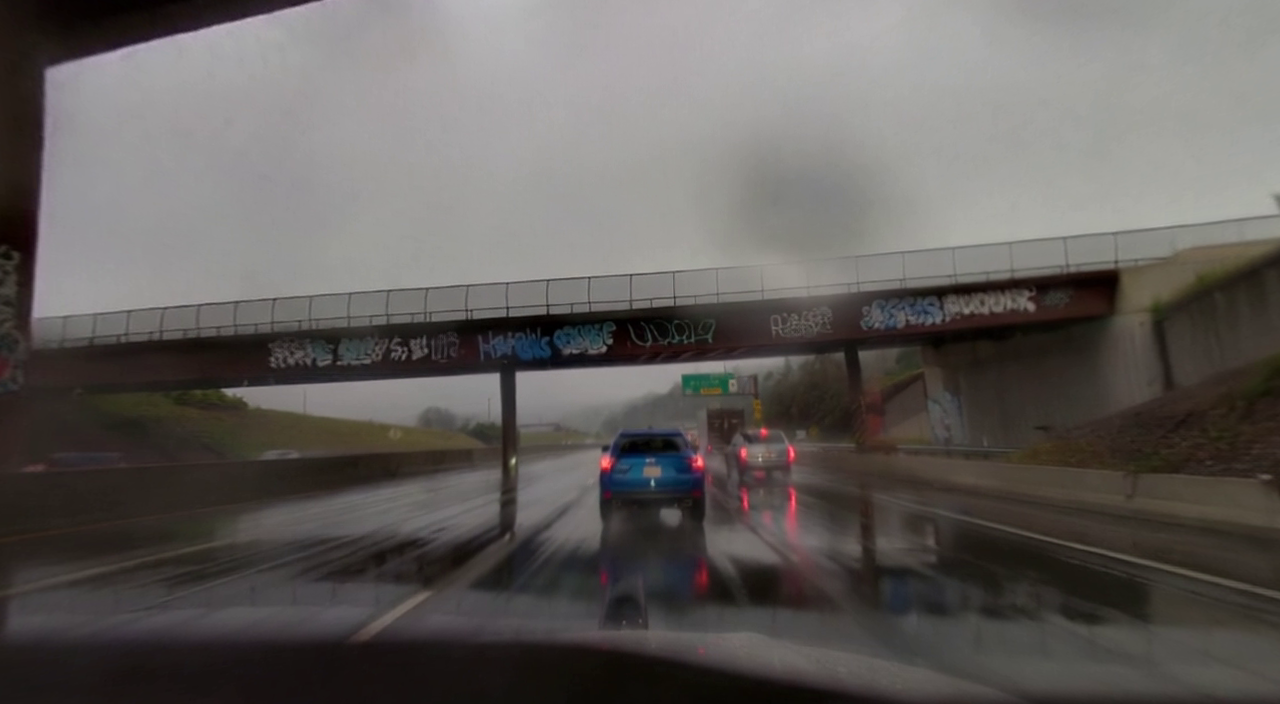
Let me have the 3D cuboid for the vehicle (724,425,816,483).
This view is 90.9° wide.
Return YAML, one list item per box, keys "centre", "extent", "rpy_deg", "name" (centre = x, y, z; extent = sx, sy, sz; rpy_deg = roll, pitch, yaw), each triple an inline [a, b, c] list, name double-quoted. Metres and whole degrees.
- centre: [4.725, 3.838, 24.043]
  extent: [2.311, 1.922, 5.977]
  rpy_deg: [0, -8, 1]
  name: "vehicle"

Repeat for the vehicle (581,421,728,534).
- centre: [0.247, 2.164, 11.423]
  extent: [2.193, 1.651, 3.946]
  rpy_deg: [-1, -8, 1]
  name: "vehicle"
